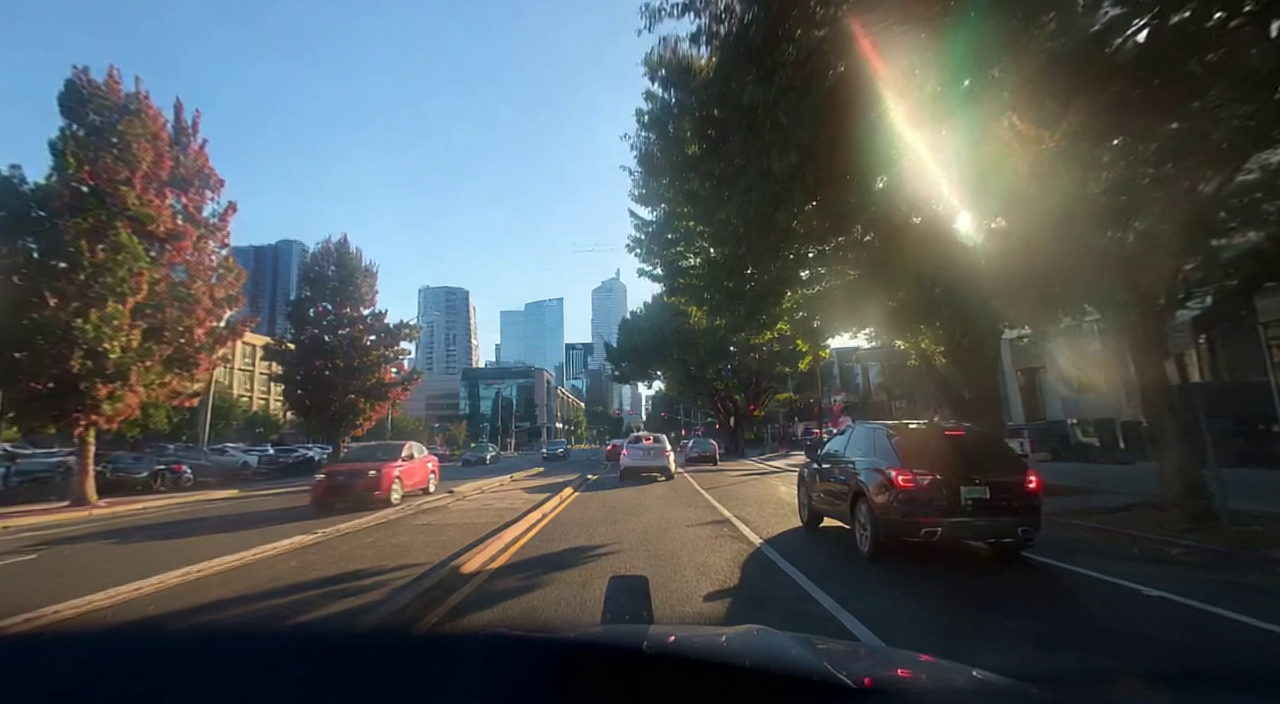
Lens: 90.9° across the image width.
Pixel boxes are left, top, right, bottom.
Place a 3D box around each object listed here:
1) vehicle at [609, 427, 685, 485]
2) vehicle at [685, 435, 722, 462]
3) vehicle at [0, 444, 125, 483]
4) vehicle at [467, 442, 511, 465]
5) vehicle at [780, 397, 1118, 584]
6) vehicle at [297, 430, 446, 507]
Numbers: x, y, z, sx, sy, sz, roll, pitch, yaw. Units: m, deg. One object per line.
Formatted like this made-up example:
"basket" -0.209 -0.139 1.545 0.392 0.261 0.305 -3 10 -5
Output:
"vehicle" 0.205 3.307 20.360 2.200 1.653 4.127 0 -8 0
"vehicle" 3.781 5.843 38.193 1.880 1.503 4.130 0 -8 1
"vehicle" -22.556 4.198 23.923 4.289 1.387 1.950 0 -8 0
"vehicle" -10.376 7.014 43.578 1.967 1.494 4.483 0 -8 0
"vehicle" 3.375 1.608 8.153 2.024 1.711 4.512 0 -8 0
"vehicle" -6.605 2.901 16.127 1.936 1.681 4.274 0 -8 0
